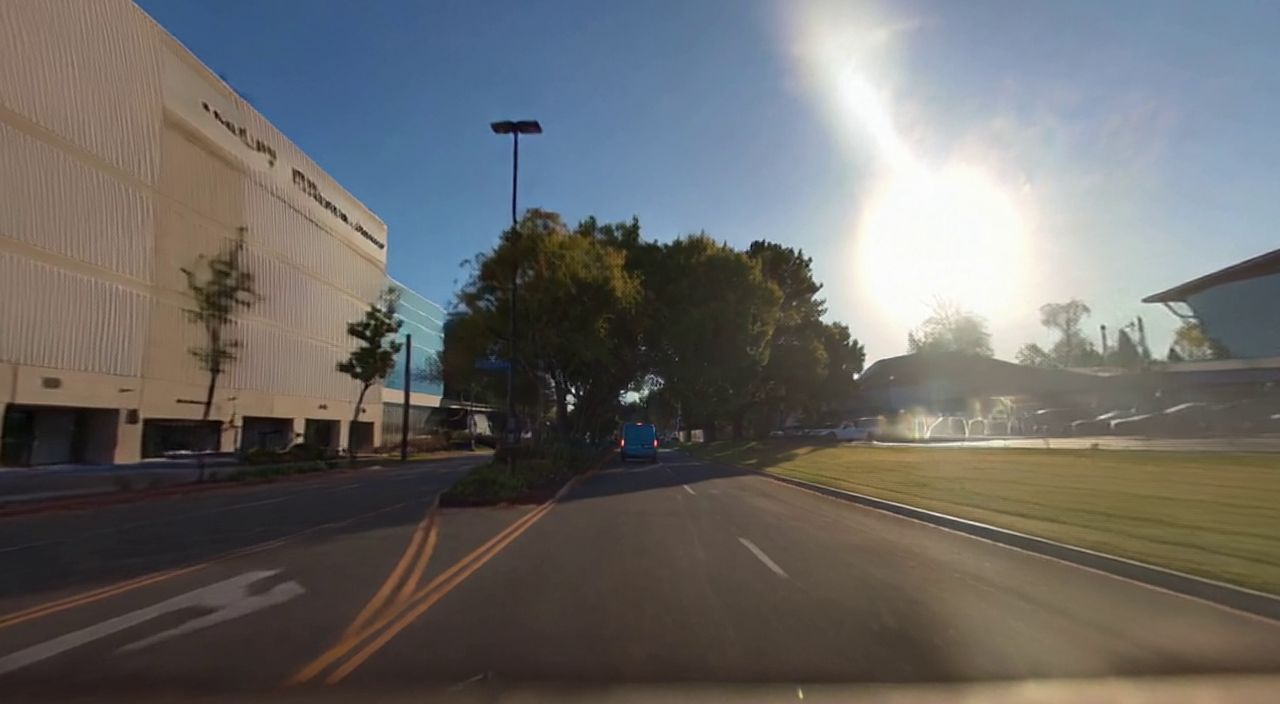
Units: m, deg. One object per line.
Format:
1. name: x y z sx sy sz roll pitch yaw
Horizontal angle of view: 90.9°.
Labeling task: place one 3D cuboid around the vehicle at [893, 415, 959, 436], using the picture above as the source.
1. vehicle: 22.579 5.809 49.857 4.287 1.575 1.931 1 -8 1

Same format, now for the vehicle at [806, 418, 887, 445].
1. vehicle: 12.434 4.822 38.136 4.184 1.578 1.976 1 -8 -3

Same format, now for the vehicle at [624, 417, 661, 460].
1. vehicle: 0.108 5.998 43.759 2.435 2.816 5.232 0 -8 -1
